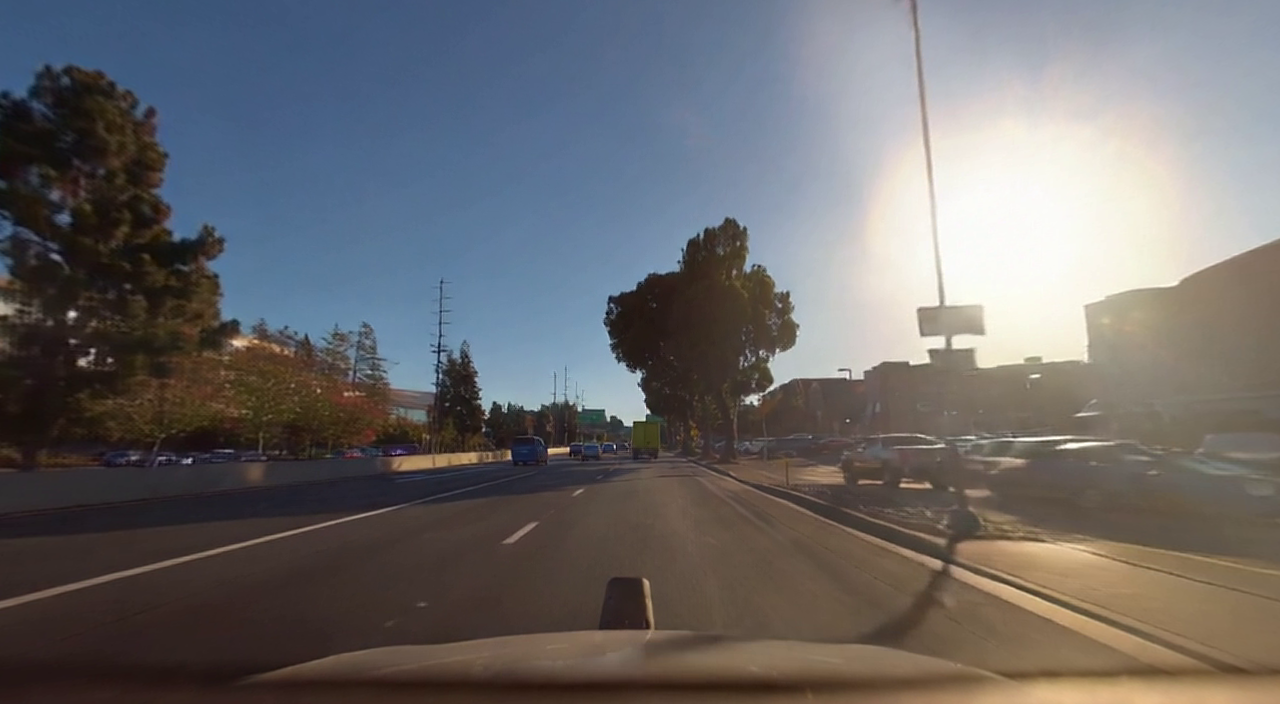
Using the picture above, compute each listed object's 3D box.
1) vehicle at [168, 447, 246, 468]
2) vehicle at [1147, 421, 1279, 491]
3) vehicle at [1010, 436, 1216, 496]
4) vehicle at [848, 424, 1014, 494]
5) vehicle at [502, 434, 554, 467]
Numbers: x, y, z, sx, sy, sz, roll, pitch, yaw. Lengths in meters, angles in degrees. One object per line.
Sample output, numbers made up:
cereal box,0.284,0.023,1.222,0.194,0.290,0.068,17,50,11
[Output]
vehicle,-33.554,8.180,48.954,4.462,1.613,2.046,0,-8,-2
vehicle,18.457,2.963,18.064,2.211,1.880,5.847,2,-9,-12
vehicle,13.371,3.217,18.255,1.944,1.476,4.483,2,-9,-13
vehicle,8.165,3.055,18.317,2.057,1.750,4.679,1,-9,-8
vehicle,-6.801,6.059,38.952,2.149,1.893,5.187,0,-8,1
